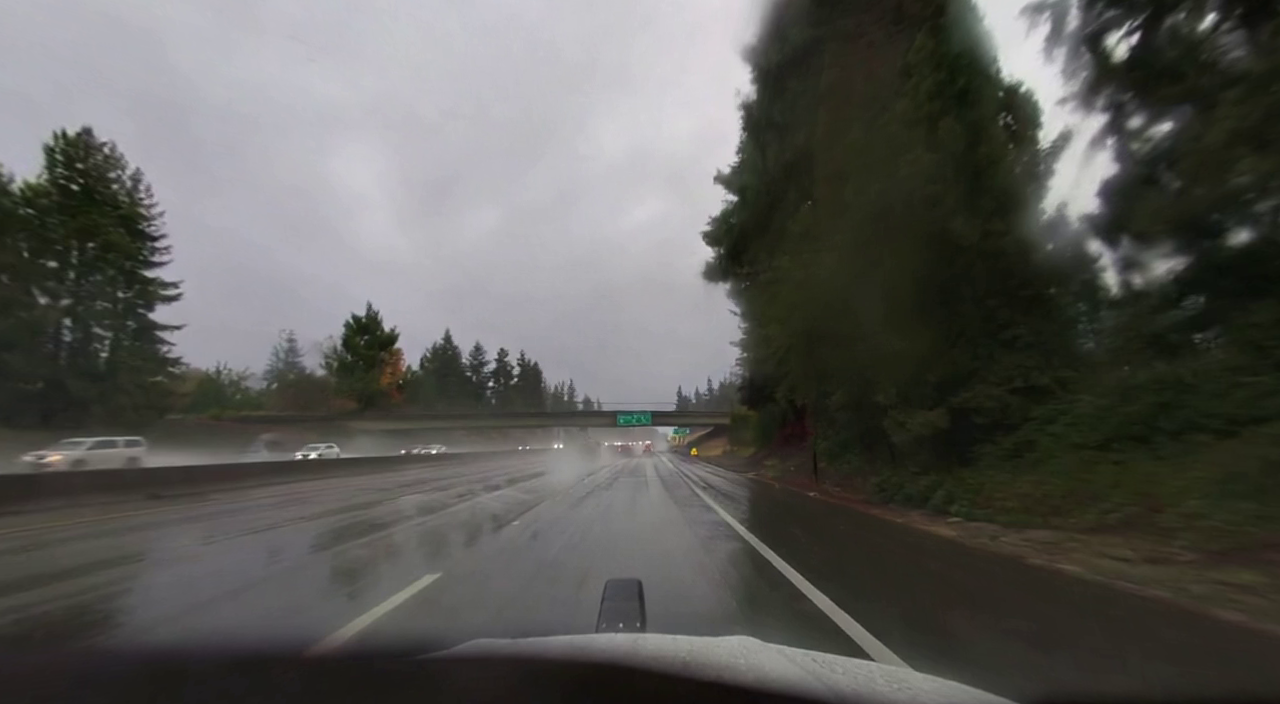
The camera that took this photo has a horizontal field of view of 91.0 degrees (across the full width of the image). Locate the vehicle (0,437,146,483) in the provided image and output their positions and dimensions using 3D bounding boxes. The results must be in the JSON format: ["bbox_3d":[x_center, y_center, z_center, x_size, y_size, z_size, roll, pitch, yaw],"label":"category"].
[{"bbox_3d":[-32.028,6.027,35.504,2.710,2.314,6.710,0,-9,2],"label":"vehicle"}]
